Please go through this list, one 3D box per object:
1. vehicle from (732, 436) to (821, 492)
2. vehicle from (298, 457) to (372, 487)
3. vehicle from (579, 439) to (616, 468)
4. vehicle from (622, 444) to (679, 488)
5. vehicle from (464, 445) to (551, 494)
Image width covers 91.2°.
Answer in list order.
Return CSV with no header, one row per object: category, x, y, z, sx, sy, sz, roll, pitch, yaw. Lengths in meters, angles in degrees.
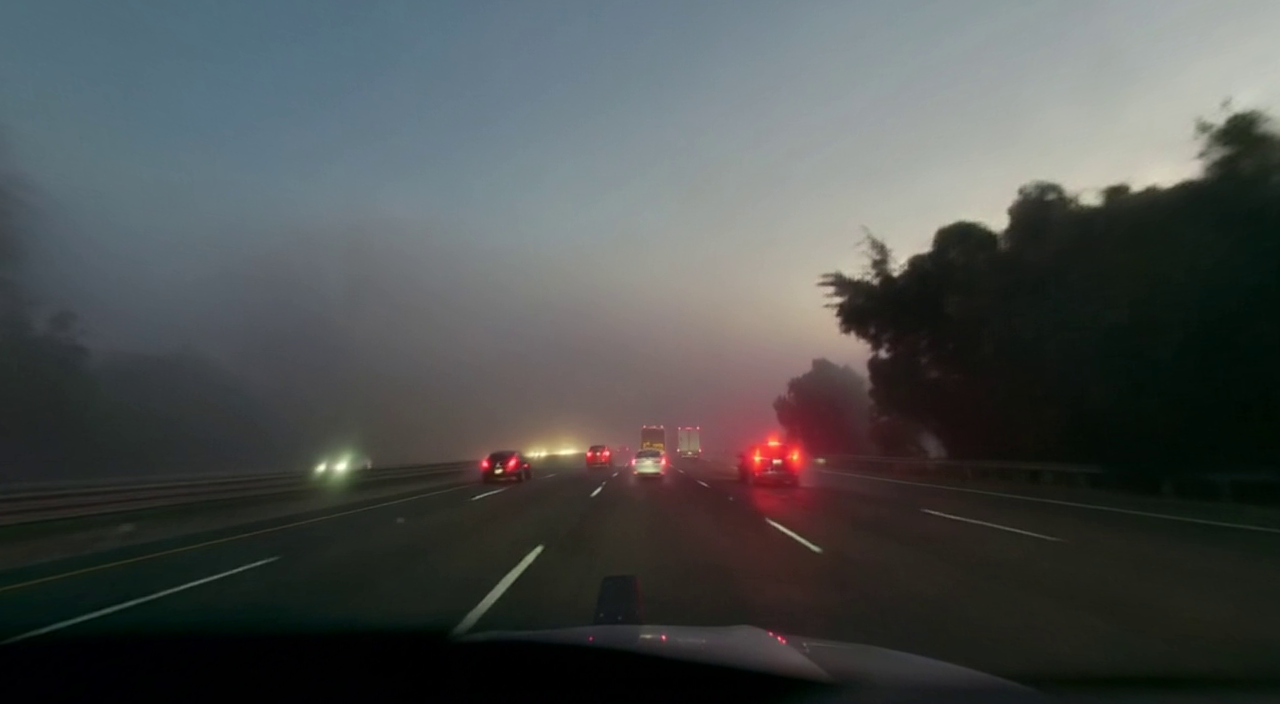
vehicle,4.455,3.721,21.093,2.018,1.639,4.149,0,-9,0
vehicle,-16.569,6.522,34.325,1.912,1.478,4.106,-1,-9,1
vehicle,-3.023,7.397,45.569,2.230,1.973,4.403,-1,-9,2
vehicle,0.375,4.392,24.486,2.015,1.526,4.286,0,-9,0
vehicle,-4.346,3.933,21.309,1.967,1.473,4.439,0,-9,1
